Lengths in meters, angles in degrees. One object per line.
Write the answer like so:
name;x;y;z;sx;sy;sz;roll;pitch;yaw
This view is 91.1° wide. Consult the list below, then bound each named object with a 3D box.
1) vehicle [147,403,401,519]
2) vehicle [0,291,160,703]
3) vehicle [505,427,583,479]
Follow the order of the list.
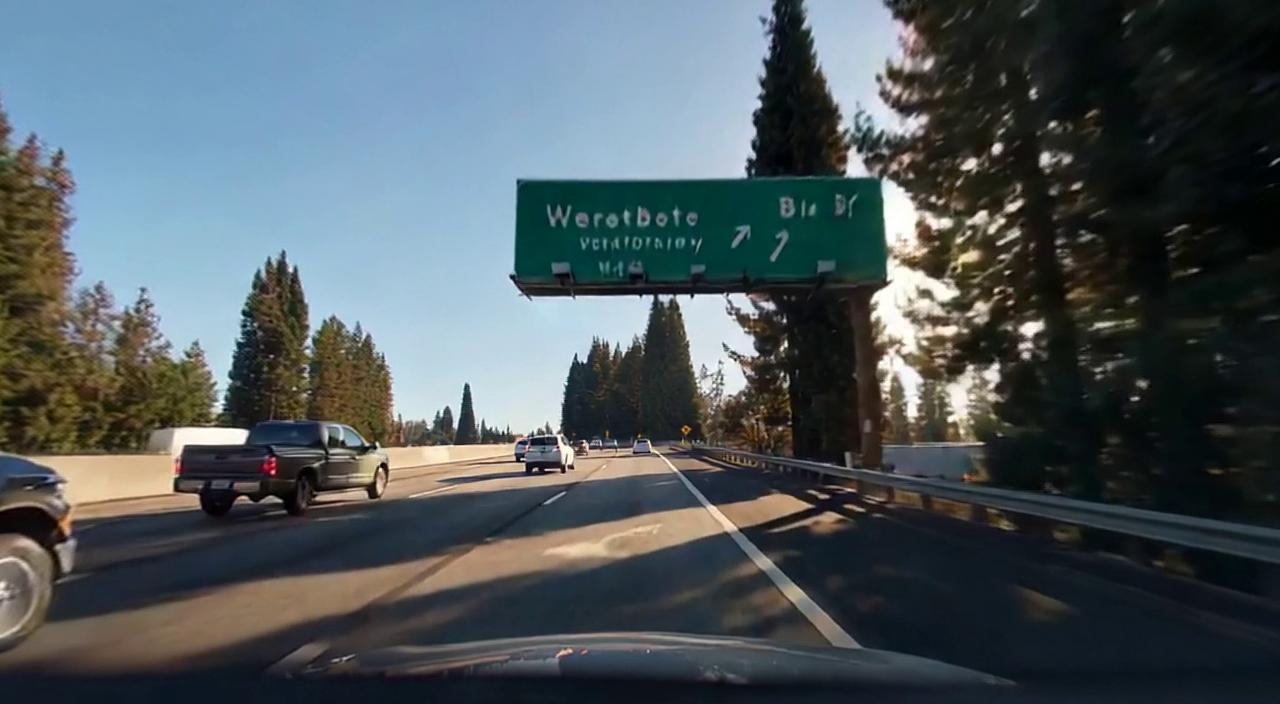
vehicle;-7.269;2.245;13.411;2.160;1.949;5.293;0;-8;1
vehicle;-3.805;0.482;1.125;2.079;1.929;4.748;0;-8;0
vehicle;-3.559;3.888;24.405;2.142;1.789;5.009;0;-8;1
